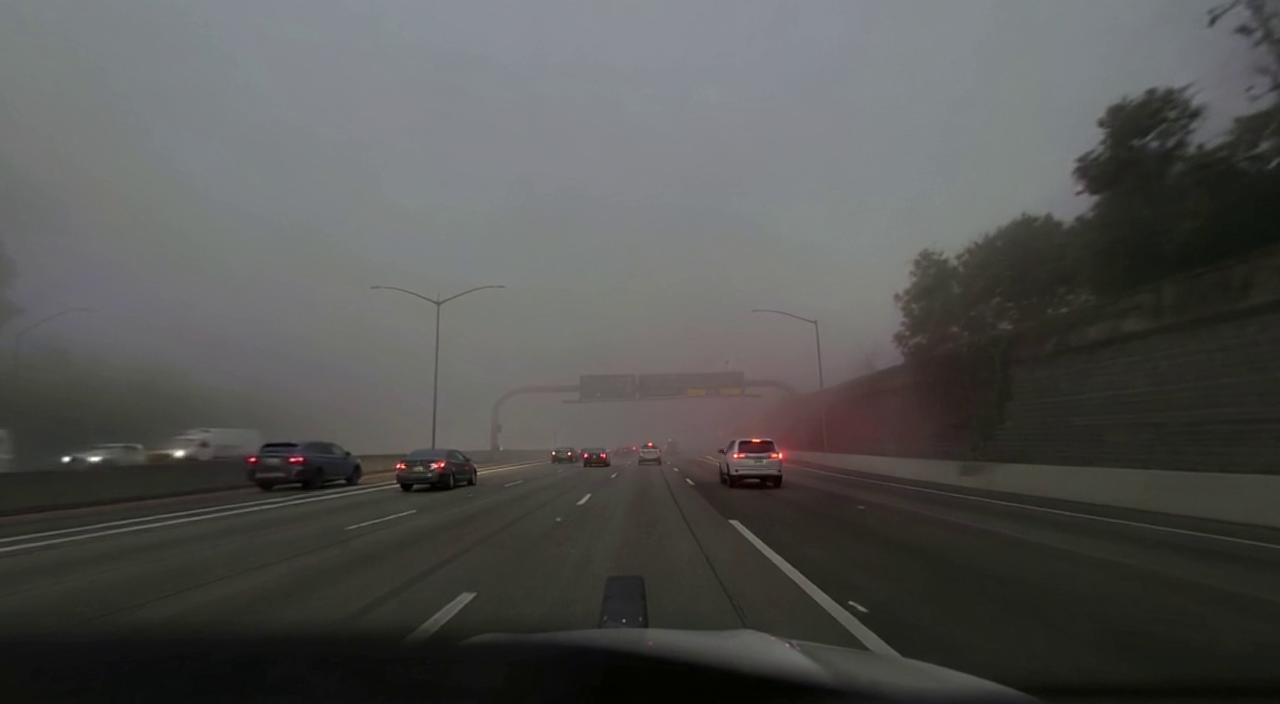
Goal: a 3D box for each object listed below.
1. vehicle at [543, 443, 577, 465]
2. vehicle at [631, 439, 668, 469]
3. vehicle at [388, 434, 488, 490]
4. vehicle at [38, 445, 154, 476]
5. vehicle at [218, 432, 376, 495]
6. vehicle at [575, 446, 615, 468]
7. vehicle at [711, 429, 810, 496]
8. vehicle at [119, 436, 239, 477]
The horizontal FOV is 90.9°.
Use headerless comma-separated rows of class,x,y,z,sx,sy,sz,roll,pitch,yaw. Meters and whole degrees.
vehicle,-6.032,7.784,48.235,1.992,1.604,3.966,0,-8,1
vehicle,0.585,6.187,38.439,2.133,1.739,3.925,0,-8,1
vehicle,-6.637,3.641,21.181,1.946,1.688,4.019,0,-8,1
vehicle,-29.769,5.914,34.750,2.100,1.589,4.861,0,-8,-1
vehicle,-11.203,3.667,21.227,2.292,1.848,5.285,0,-8,0
vehicle,-2.927,6.958,41.993,2.205,1.406,4.286,0,-8,2
vehicle,3.575,3.378,19.666,2.083,1.823,4.627,0,-8,-1
vehicle,-22.327,5.060,30.864,2.065,1.793,5.041,0,-8,0
